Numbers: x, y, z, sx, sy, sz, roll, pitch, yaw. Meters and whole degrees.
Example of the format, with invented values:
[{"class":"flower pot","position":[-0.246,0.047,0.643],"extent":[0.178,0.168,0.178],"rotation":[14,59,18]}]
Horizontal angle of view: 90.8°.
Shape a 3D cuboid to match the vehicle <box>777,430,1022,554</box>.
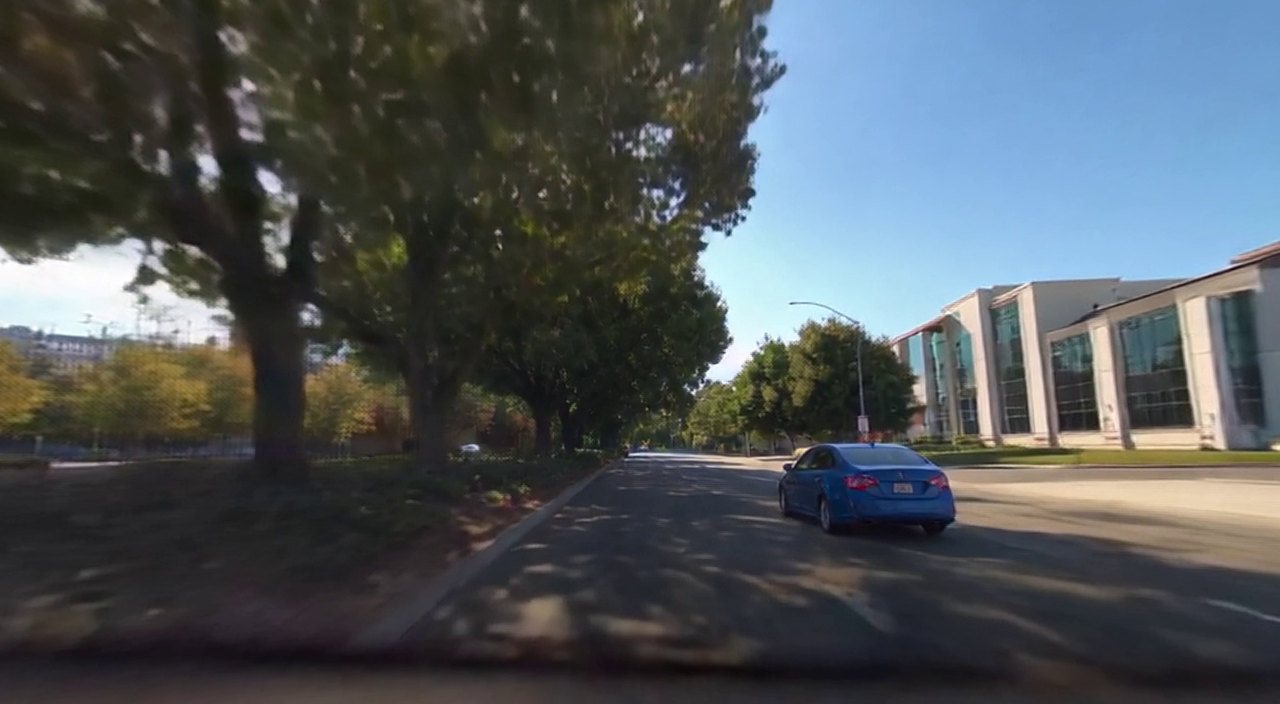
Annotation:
[{"class":"vehicle","position":[3.612,2.009,9.836],"extent":[1.950,1.473,4.259],"rotation":[0,-8,-1]}]
